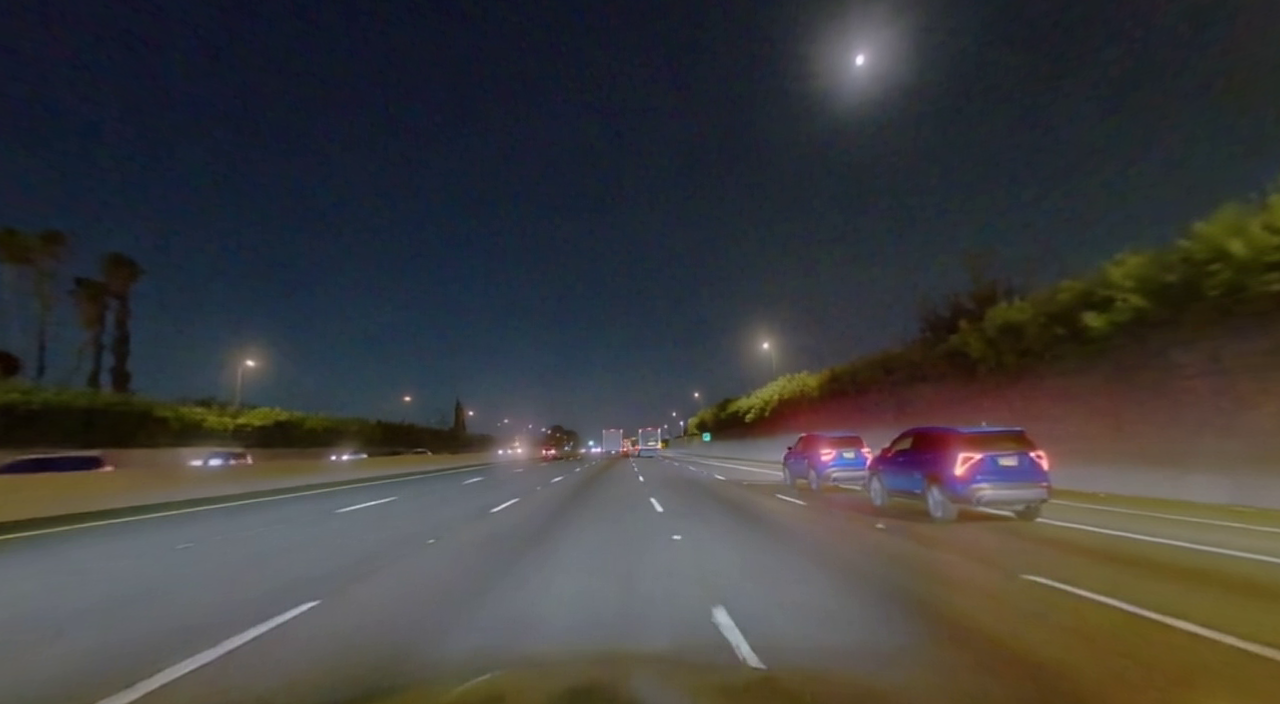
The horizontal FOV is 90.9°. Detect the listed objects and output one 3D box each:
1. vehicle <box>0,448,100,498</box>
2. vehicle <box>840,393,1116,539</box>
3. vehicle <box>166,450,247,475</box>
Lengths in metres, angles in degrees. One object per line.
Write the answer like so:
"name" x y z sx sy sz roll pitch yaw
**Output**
"vehicle" -19.015 3.693 19.606 1.485 1.388 3.361 0 -8 -1
"vehicle" 5.977 2.095 12.213 2.408 2.210 4.999 0 -8 -2
"vehicle" -31.124 7.928 45.489 2.111 1.620 5.359 0 -8 -1
